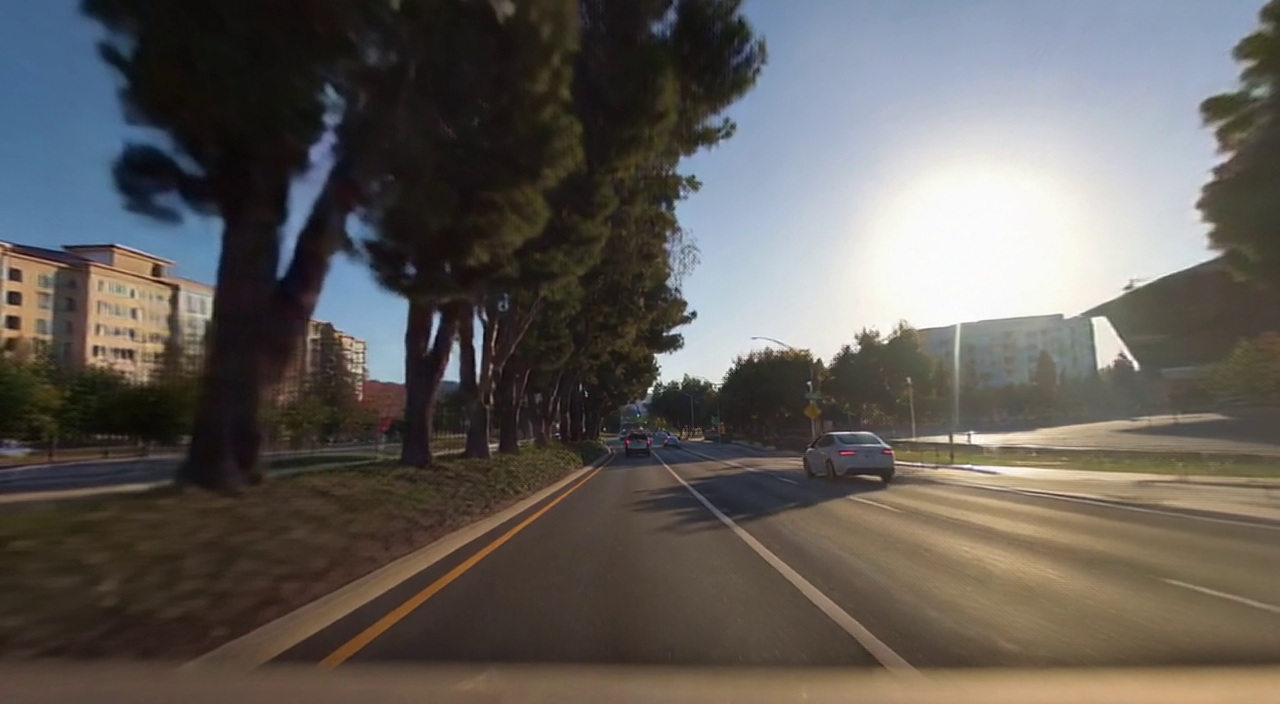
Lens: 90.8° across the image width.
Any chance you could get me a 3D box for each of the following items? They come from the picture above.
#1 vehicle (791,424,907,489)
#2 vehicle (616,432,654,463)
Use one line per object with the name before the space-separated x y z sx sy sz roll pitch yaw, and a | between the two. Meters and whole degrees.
vehicle | 6.434 3.280 20.116 2.026 1.804 4.565 0 -8 -1
vehicle | -0.307 5.826 38.641 2.193 1.794 4.457 0 -8 0
